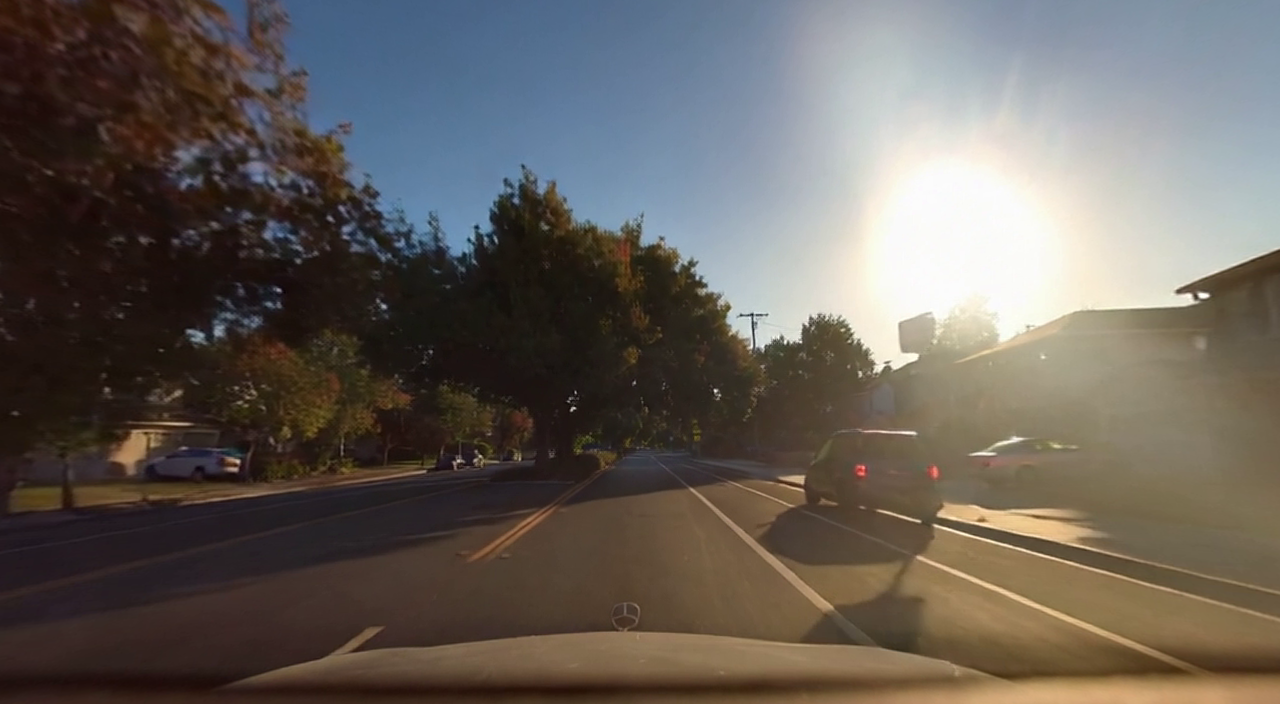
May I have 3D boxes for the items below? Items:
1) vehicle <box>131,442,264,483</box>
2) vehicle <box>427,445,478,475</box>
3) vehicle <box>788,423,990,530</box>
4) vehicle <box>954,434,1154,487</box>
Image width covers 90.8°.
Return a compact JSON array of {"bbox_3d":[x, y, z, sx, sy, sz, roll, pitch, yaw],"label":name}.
[{"bbox_3d":[-20.806,5.188,29.837,4.698,1.862,2.116,0,-8,2],"label":"vehicle"},{"bbox_3d":[-12.532,7.228,42.531,2.003,1.804,4.554,-1,-7,1],"label":"vehicle"},{"bbox_3d":[4.805,2.471,13.189,2.196,1.801,4.778,0,-8,-1],"label":"vehicle"},{"bbox_3d":[12.197,3.205,18.857,4.577,1.490,1.903,0,-8,0],"label":"vehicle"}]
